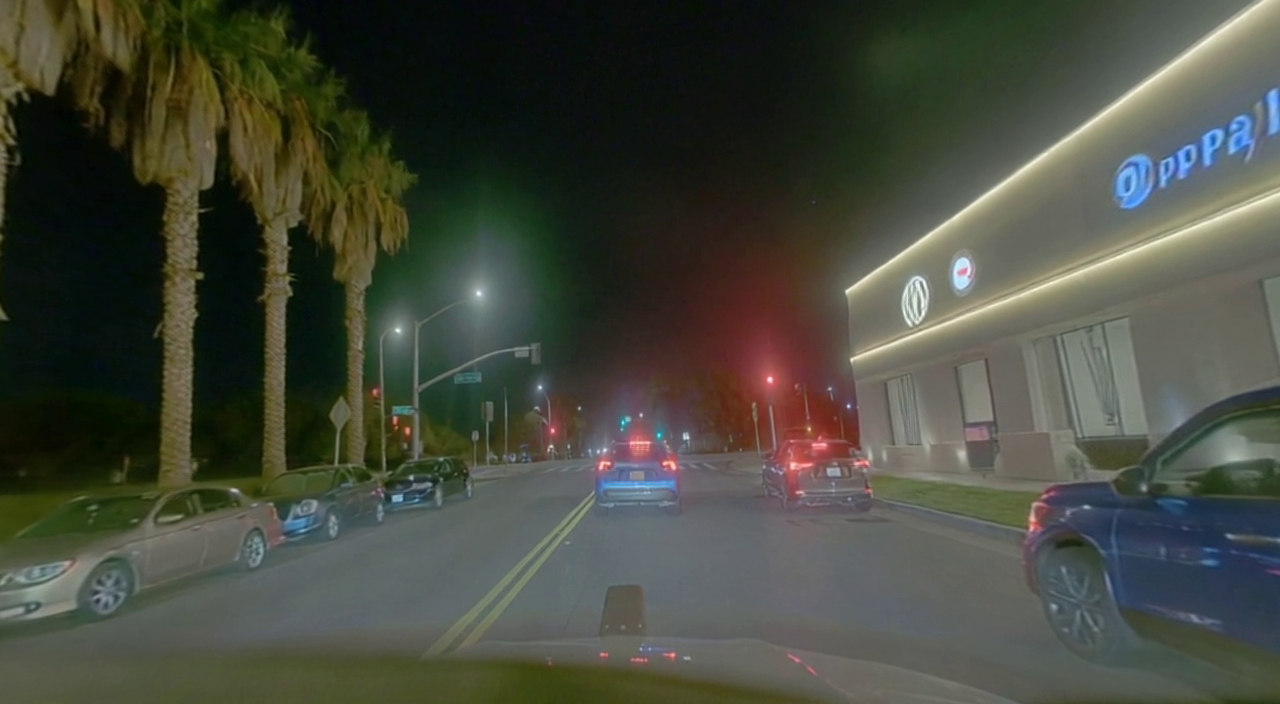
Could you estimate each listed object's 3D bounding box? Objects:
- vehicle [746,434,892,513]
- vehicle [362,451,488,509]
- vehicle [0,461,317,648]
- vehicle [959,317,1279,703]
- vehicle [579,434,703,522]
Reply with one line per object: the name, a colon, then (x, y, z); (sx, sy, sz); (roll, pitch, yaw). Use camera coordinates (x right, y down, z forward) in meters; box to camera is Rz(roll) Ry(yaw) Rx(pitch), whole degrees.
vehicle: (3.604, 2.518, 13.637); (1.821, 1.417, 4.454); (0, -8, 0)
vehicle: (-6.317, 3.804, 19.243); (2.105, 1.469, 4.693); (0, -8, 2)
vehicle: (-6.138, 2.166, 7.810); (1.850, 1.482, 4.454); (0, -8, 1)
vehicle: (3.622, 0.753, 2.503); (2.099, 1.786, 5.198); (0, -8, 2)
vehicle: (-0.005, 2.410, 12.647); (2.060, 1.452, 4.078); (0, -8, 0)
